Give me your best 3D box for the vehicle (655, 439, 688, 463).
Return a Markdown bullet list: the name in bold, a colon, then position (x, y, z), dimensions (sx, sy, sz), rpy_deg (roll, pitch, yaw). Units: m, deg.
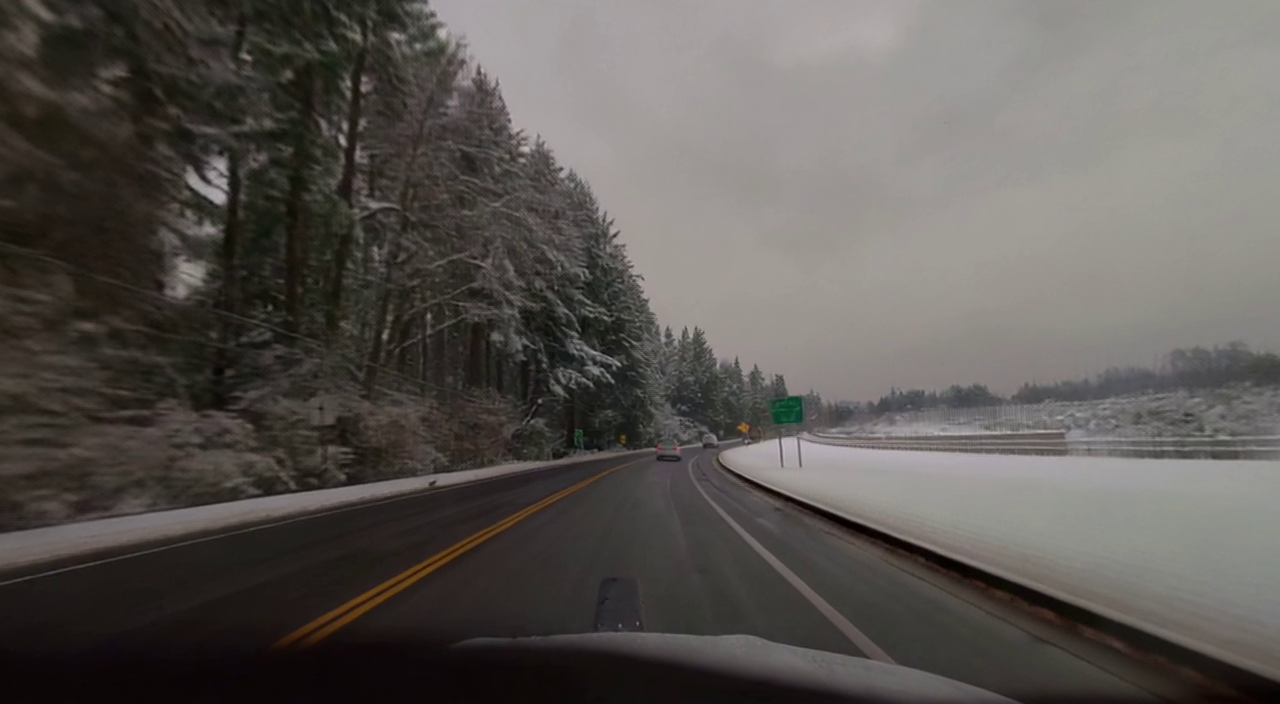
- **vehicle**: position (2.176, 6.631, 42.405), dimensions (2.071, 1.474, 4.047), rpy_deg (-1, -8, 5)
